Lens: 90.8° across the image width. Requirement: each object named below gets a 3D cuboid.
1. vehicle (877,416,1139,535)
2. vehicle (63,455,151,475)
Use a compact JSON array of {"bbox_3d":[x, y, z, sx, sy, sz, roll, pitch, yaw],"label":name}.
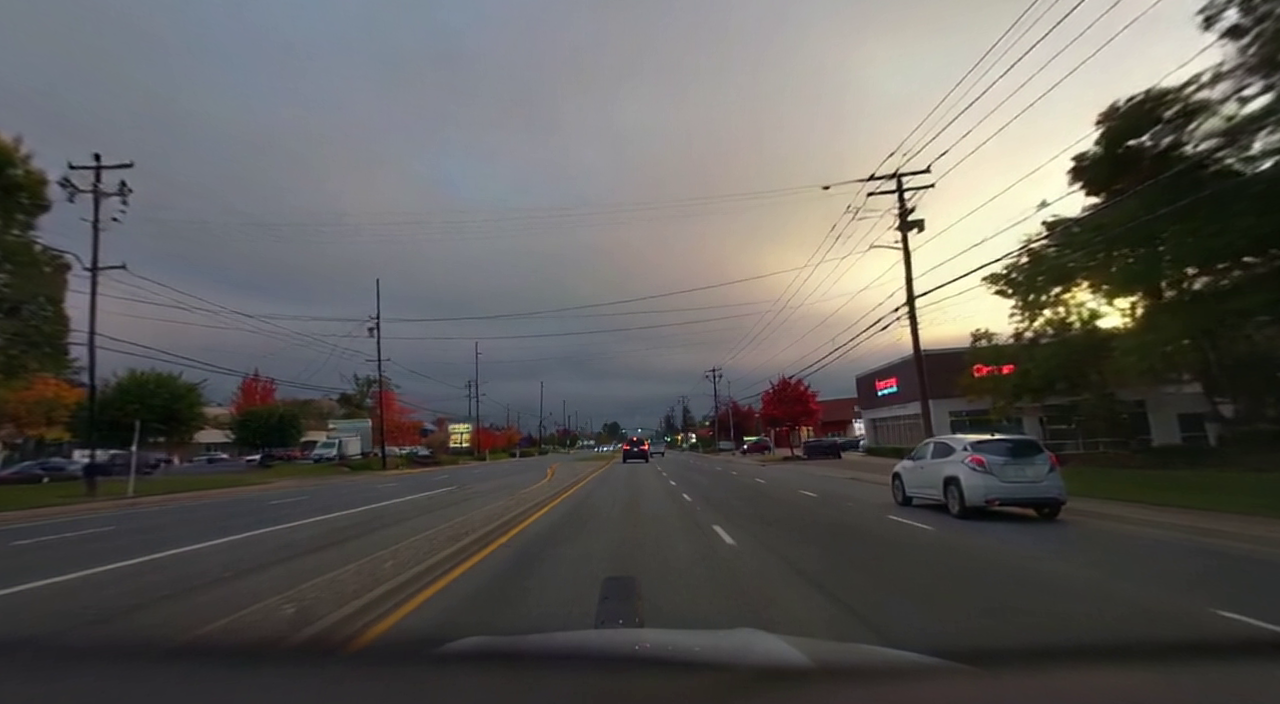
[{"bbox_3d":[6.230,2.141,11.513,1.995,1.705,4.434,0,-9,-1],"label":"vehicle"},{"bbox_3d":[-40.775,8.626,48.448,4.692,1.445,1.922,1,-9,-10],"label":"vehicle"}]
